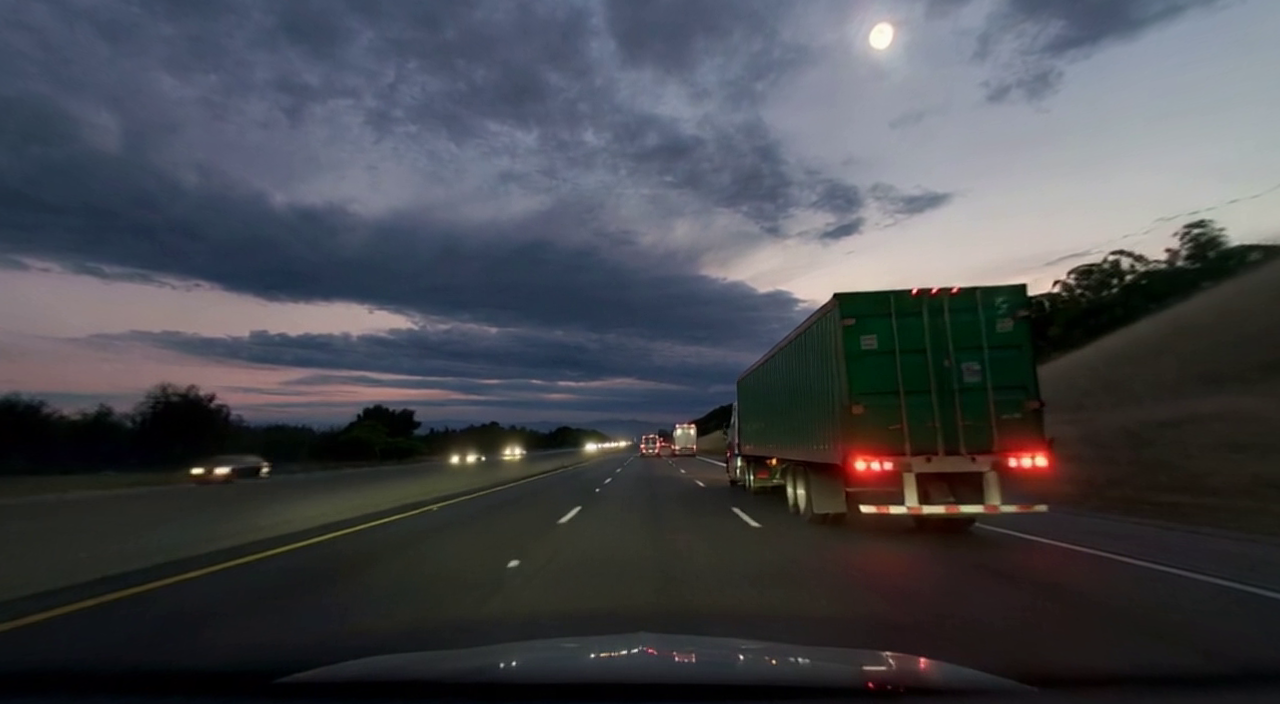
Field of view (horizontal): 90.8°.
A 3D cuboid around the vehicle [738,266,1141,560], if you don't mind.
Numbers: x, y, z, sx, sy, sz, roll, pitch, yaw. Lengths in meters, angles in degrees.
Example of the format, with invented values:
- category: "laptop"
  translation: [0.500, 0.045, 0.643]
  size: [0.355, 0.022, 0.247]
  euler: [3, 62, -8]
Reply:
- category: "vehicle"
  translation: [4.071, 1.316, 11.704]
  size: [2.960, 3.381, 8.914]
  euler: [0, -9, -1]

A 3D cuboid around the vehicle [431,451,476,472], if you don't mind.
- category: "vehicle"
  translation: [-14.197, 8.389, 48.348]
  size: [1.893, 1.480, 4.794]
  euler: [0, -9, 1]
